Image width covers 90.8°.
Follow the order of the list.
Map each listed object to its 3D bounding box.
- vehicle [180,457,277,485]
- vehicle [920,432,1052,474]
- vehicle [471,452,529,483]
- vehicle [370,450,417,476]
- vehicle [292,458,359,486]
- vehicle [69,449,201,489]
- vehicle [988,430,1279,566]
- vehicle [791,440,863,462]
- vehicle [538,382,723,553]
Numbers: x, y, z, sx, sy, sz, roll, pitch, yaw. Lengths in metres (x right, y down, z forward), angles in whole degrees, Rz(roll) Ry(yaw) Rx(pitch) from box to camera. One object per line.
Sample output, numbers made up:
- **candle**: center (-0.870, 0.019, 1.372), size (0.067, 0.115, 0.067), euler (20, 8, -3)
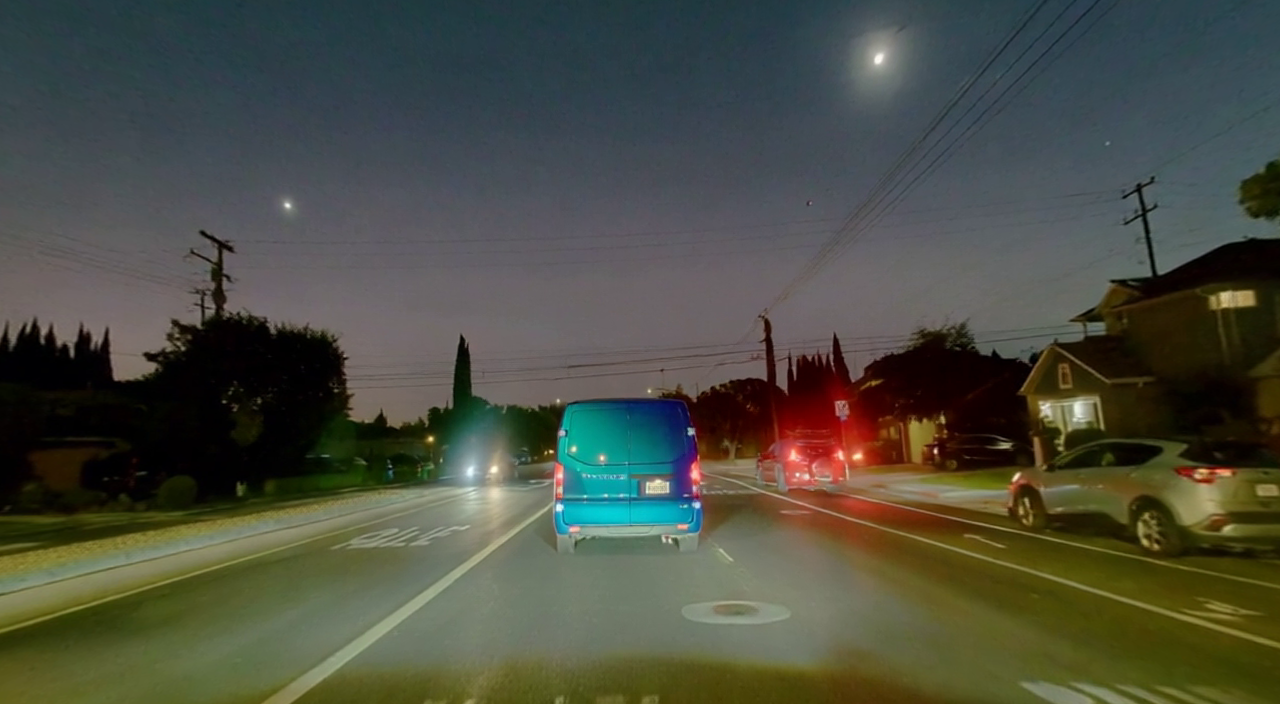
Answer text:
- **vehicle**: center (-27.370, 7.938, 42.188), size (4.972, 1.776, 2.057), euler (0, -9, -1)
- **vehicle**: center (13.132, 3.843, 24.192), size (3.916, 1.517, 1.887), euler (0, -8, 0)
- **vehicle**: center (-7.357, 6.103, 33.649), size (1.962, 1.481, 4.434), euler (0, -9, 2)
- **vehicle**: center (-17.991, 8.075, 46.336), size (1.841, 1.769, 4.105), euler (0, -9, -1)
- **vehicle**: center (-18.424, 7.047, 37.251), size (1.816, 1.445, 4.120), euler (0, -9, 0)
- **vehicle**: center (-26.896, 6.218, 33.801), size (5.026, 2.017, 2.215), euler (0, -9, -1)
- **vehicle**: center (7.347, 1.966, 9.316), size (1.883, 1.504, 4.220), euler (0, -9, -2)
- **vehicle**: center (13.097, 6.953, 44.427), size (4.483, 1.463, 1.805), euler (0, -8, -1)
- **vehicle**: center (-0.271, 1.815, 10.500), size (2.342, 2.142, 4.809), euler (0, -9, -4)
